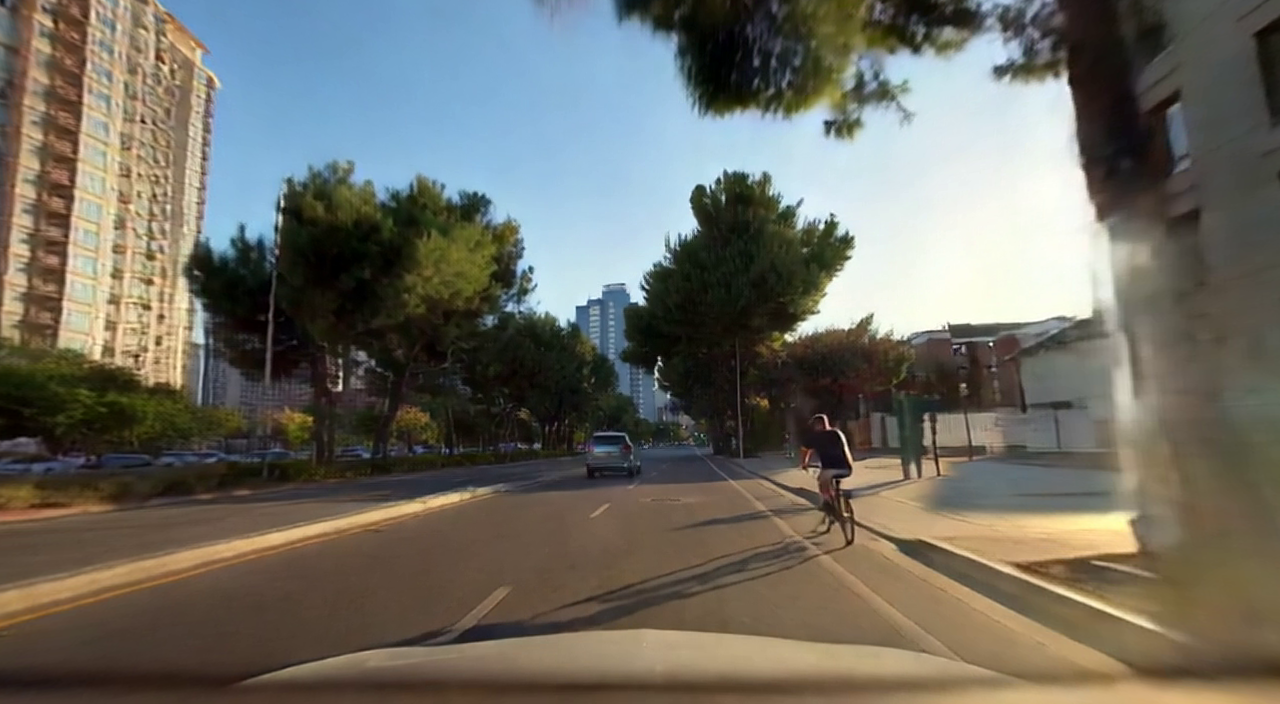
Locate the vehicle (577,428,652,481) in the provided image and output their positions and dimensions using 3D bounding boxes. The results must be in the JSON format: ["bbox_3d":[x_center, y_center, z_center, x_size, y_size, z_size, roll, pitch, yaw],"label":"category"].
[{"bbox_3d":[-0.866,3.997,24.959,2.294,1.859,5.127,-1,-8,5],"label":"vehicle"}]
